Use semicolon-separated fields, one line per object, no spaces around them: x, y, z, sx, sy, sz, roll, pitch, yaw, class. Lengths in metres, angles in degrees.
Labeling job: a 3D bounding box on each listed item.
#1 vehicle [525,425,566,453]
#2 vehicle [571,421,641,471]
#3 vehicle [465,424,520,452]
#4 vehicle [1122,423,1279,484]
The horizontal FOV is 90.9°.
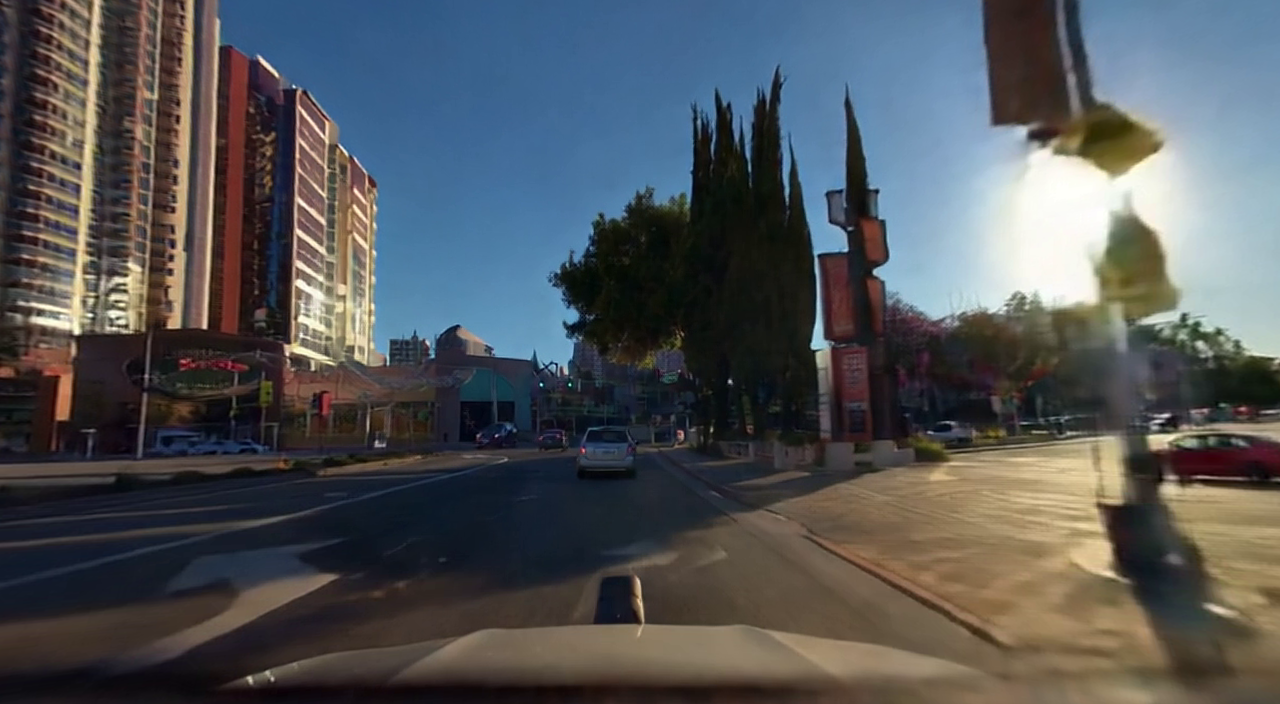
-5.241;4.890;35.335;2.023;1.485;3.721;1;-8;-5;vehicle
-1.118;3.286;22.152;2.231;1.572;4.227;0;-8;-1;vehicle
-9.441;5.567;40.721;1.994;1.717;4.380;-1;-8;8;vehicle
19.545;3.548;21.478;1.932;1.762;4.835;0;-13;-6;vehicle
